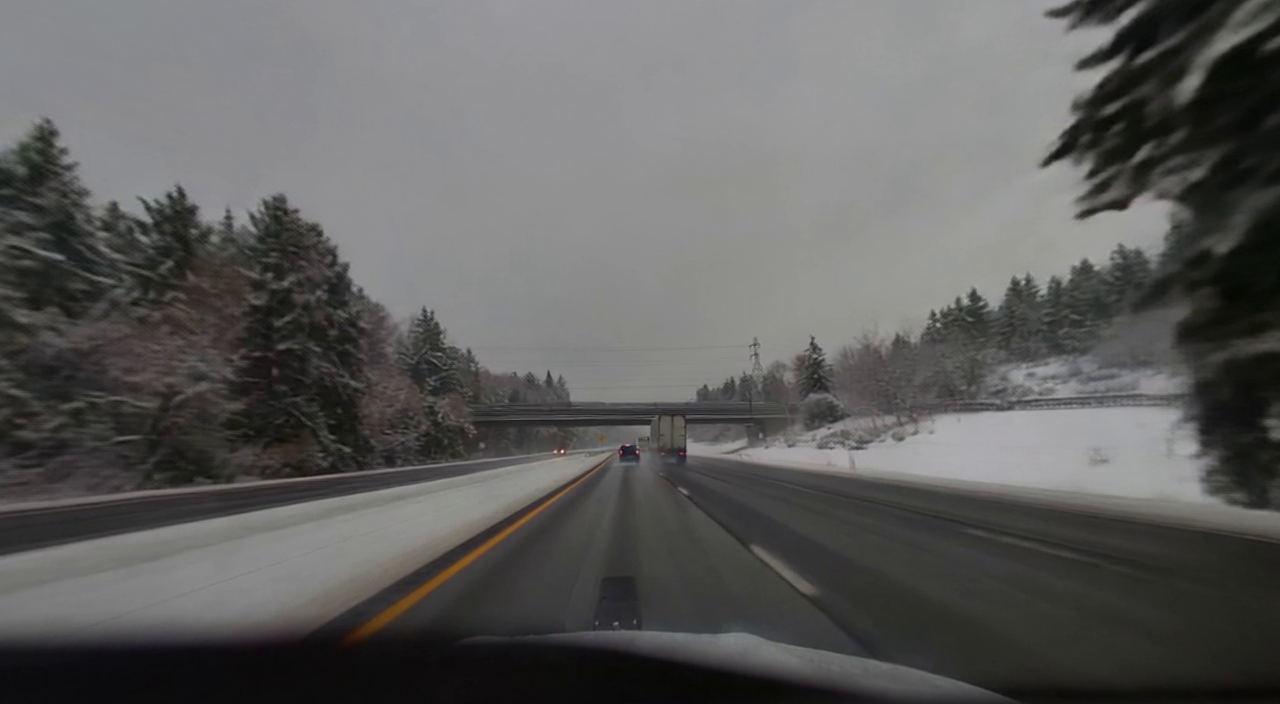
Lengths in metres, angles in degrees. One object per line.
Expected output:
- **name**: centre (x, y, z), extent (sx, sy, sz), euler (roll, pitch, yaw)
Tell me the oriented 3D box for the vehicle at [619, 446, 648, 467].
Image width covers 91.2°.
- **vehicle**: centre (-0.495, 7.409, 44.598), extent (1.961, 1.454, 3.755), euler (0, -9, -2)
